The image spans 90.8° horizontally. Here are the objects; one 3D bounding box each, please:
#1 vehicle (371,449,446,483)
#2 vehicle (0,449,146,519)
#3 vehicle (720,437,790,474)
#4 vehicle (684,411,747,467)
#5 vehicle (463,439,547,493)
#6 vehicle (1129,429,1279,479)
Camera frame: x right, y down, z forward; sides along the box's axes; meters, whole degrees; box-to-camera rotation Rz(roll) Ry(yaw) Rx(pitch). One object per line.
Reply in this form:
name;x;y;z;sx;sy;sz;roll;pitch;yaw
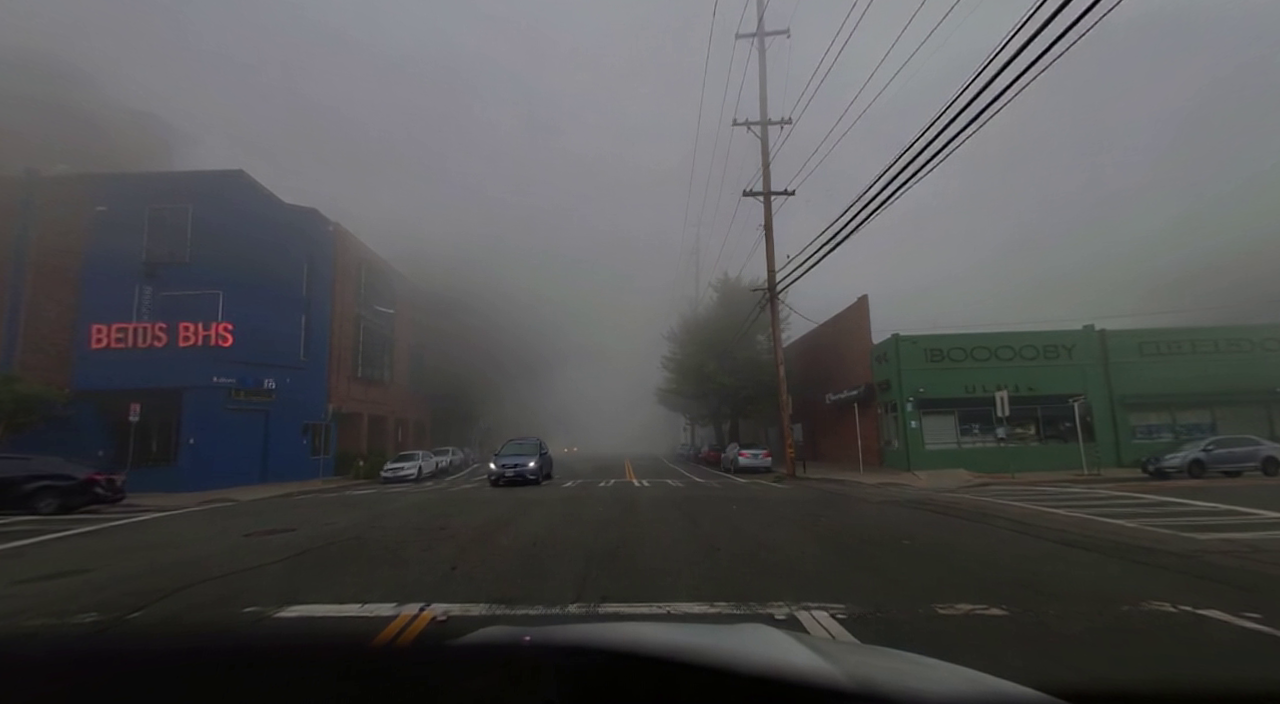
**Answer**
vehicle;-10.958;5.383;30.244;1.978;1.452;4.263;0;-8;0
vehicle;-15.066;3.080;14.972;4.729;1.518;2.107;3;-9;-17
vehicle;5.590;5.088;31.307;1.963;1.646;4.204;2;-9;-11
vehicle;4.599;5.535;40.037;2.815;3.203;7.558;0;-8;-2
vehicle;-4.160;3.545;20.098;1.914;1.506;4.125;0;-8;-3
vehicle;18.619;3.230;20.115;4.368;1.479;1.985;0;-8;1
